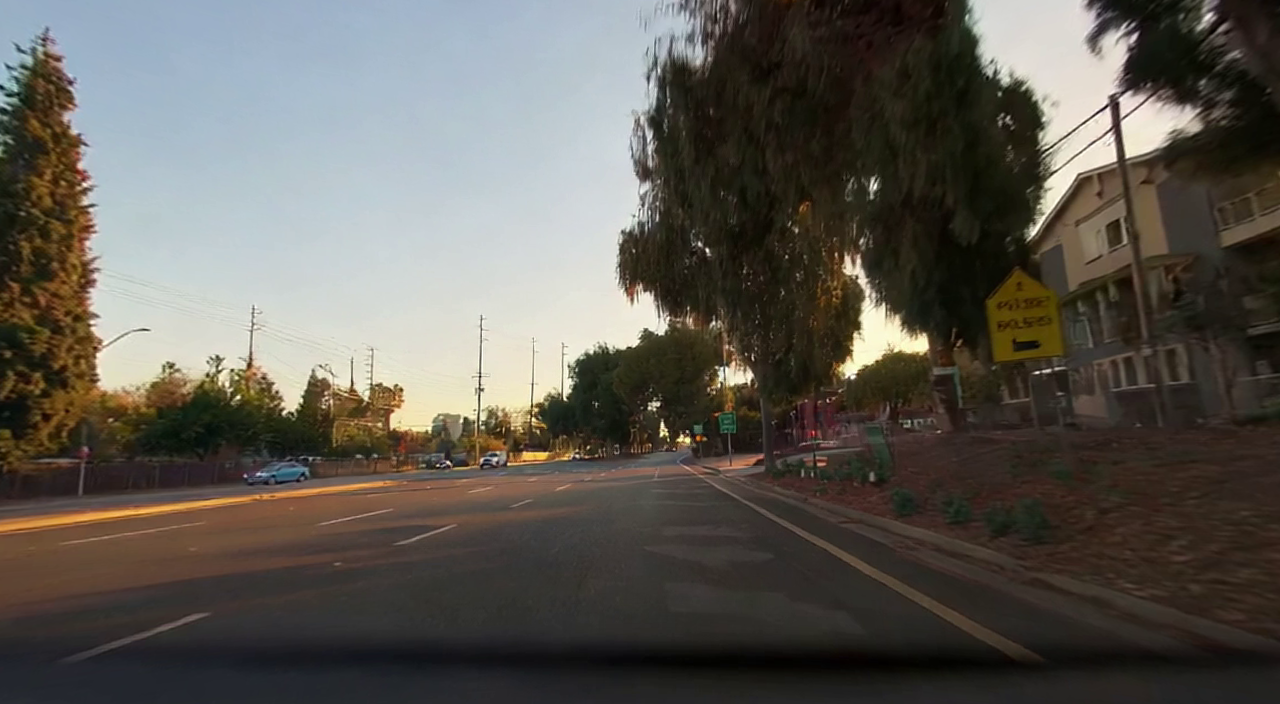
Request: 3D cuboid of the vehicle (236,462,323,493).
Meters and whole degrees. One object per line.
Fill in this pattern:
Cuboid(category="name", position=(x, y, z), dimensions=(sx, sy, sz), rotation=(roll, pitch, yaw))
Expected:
Cuboid(category="vehicle", position=(-19.950, 6.922, 35.169), dimensions=(1.806, 1.438, 4.461), rotation=(-1, -8, 7))
